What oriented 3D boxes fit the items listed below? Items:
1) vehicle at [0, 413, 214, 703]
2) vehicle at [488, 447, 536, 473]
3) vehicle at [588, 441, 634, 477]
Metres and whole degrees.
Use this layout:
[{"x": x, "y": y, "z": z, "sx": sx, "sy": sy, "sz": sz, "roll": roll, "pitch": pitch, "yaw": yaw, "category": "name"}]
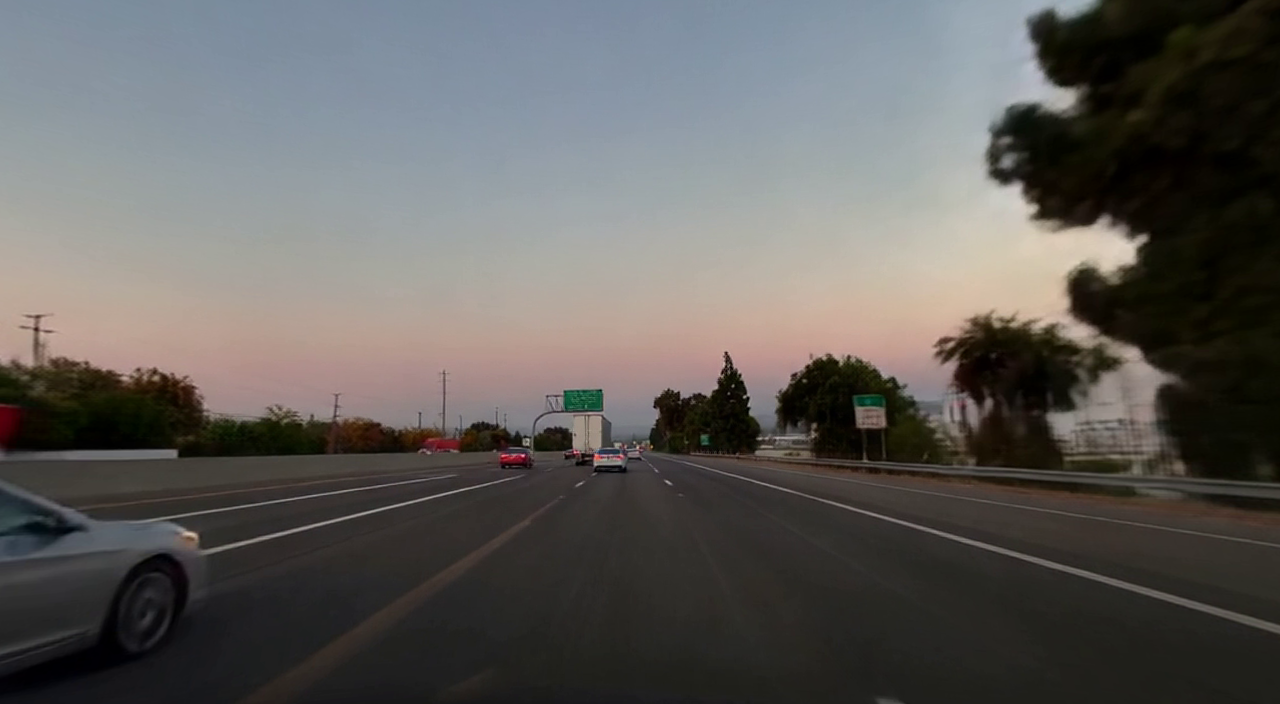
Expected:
[{"x": -3.786, "y": 0.893, "z": 1.859, "sx": 1.997, "sy": 1.507, "sz": 4.391, "roll": 0, "pitch": -9, "yaw": 0, "category": "vehicle"}, {"x": -7.675, "y": 6.502, "z": 38.319, "sx": 2.026, "sy": 1.477, "sz": 4.467, "roll": 0, "pitch": -9, "yaw": 0, "category": "vehicle"}, {"x": -1.378, "y": 5.326, "z": 31.717, "sx": 2.033, "sy": 1.669, "sz": 4.112, "roll": 0, "pitch": -9, "yaw": 1, "category": "vehicle"}]
